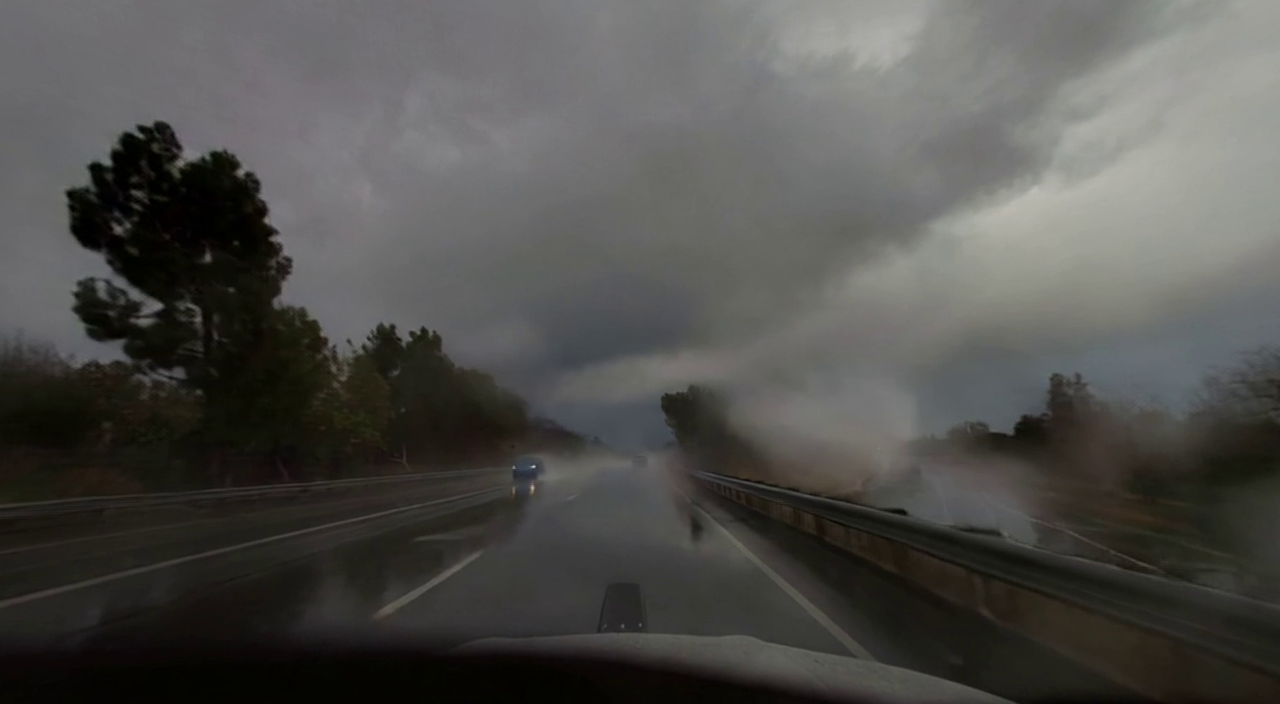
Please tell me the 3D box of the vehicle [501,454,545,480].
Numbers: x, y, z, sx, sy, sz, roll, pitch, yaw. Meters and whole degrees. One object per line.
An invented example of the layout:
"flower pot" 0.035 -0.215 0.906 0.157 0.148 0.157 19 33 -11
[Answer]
"vehicle" -7.669 7.560 41.636 2.003 1.554 3.757 0 -9 2
